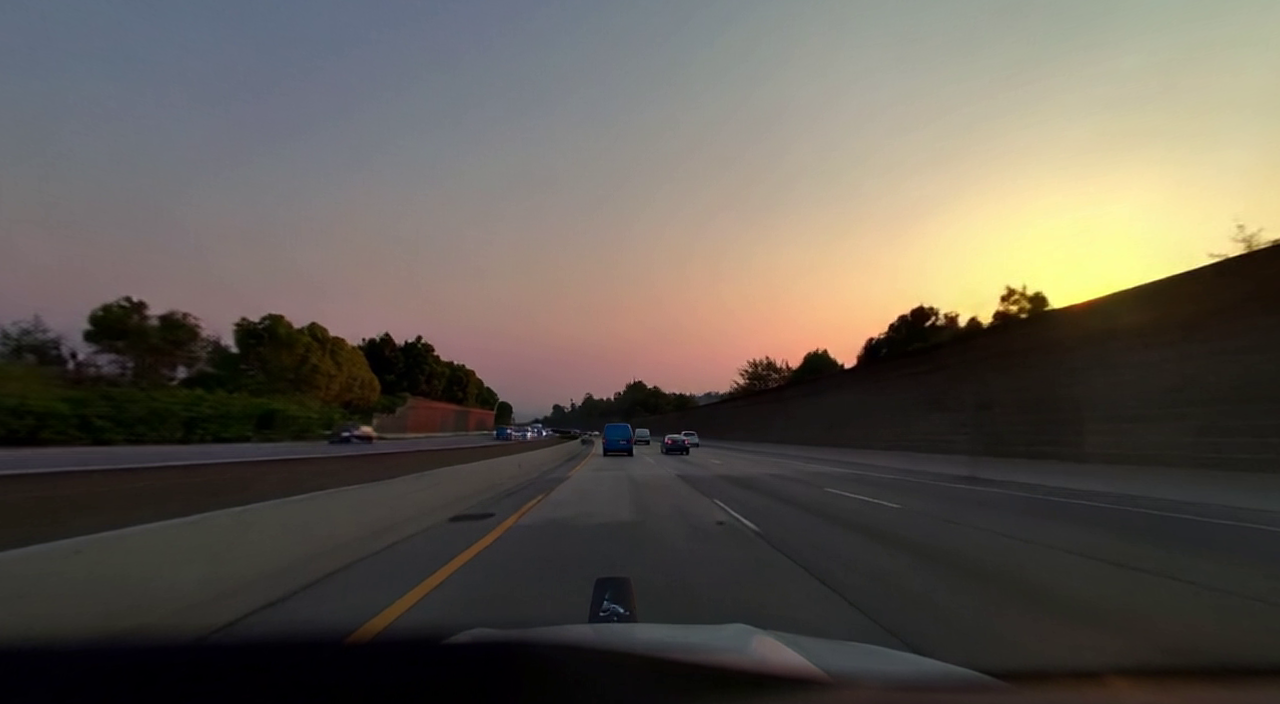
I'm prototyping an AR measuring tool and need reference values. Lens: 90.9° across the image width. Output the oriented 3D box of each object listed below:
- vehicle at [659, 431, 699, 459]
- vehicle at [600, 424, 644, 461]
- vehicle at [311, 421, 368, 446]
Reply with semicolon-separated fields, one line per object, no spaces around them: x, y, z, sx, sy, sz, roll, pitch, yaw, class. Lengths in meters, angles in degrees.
2.351;5.713;38.731;1.996;1.589;3.715;0;-8;-4;vehicle
-1.074;5.303;37.116;2.403;1.994;4.683;0;-8;-2;vehicle
-18.683;5.105;39.321;1.765;1.493;3.712;0;-8;-1;vehicle
